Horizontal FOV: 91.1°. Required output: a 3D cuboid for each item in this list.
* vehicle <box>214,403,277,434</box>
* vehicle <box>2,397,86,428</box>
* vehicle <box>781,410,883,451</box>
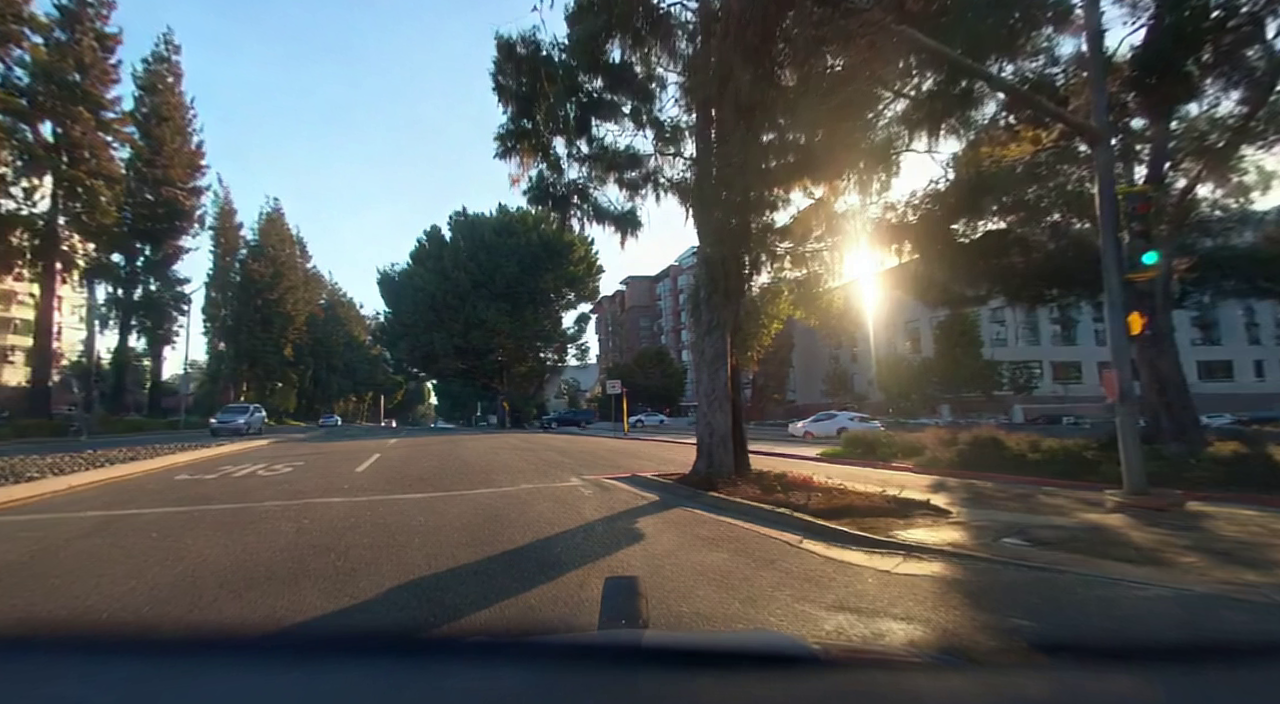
[{"bbox_3d":[-23.585,4.039,37.694,2.060,1.618,4.203,3,-9,-17],"label":"vehicle"},{"bbox_3d":[-44.006,4.492,46.448,3.770,1.737,2.102,5,-17,-20],"label":"vehicle"},{"bbox_3d":[9.005,3.693,29.511,4.030,1.483,1.859,-2,-12,-17],"label":"vehicle"}]
